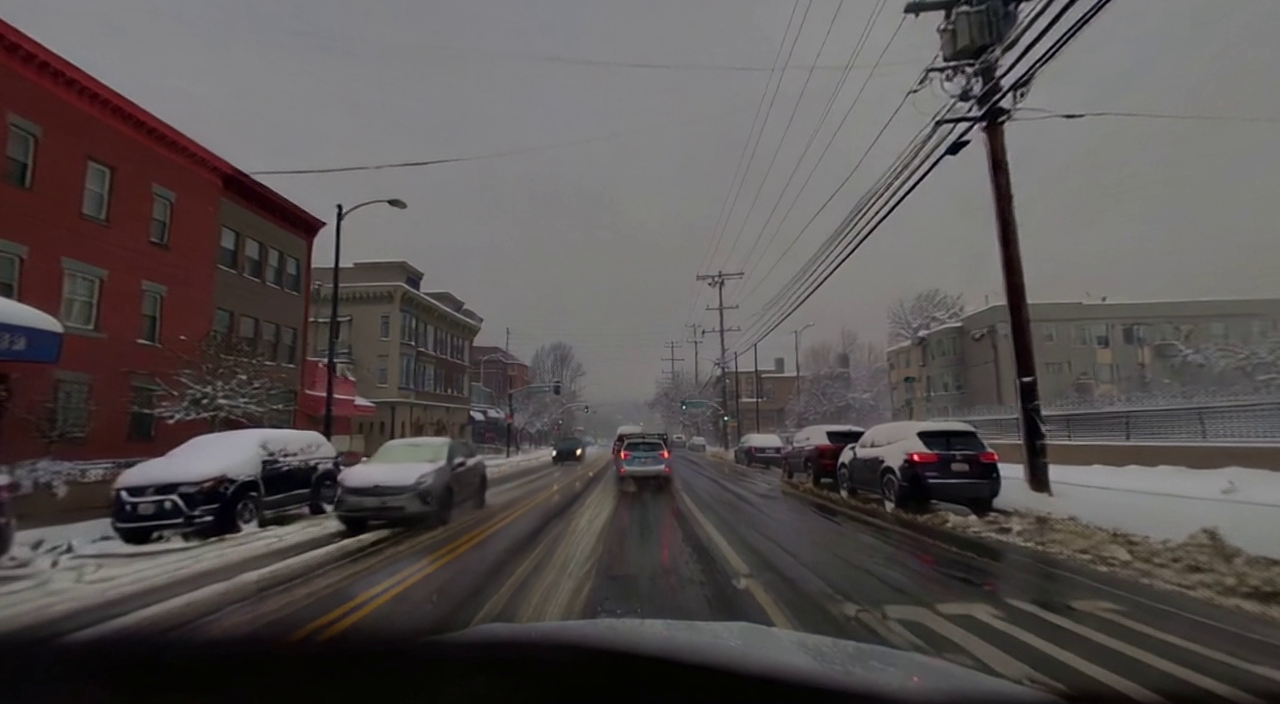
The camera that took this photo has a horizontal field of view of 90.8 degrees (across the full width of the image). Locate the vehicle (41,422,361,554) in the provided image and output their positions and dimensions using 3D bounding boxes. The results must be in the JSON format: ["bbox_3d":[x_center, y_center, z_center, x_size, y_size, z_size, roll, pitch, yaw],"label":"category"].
[{"bbox_3d":[-7.401,2.283,11.639,2.095,1.847,5.290,0,-8,0],"label":"vehicle"}]

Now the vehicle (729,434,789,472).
[{"bbox_3d":[6.384,5.512,34.667,2.197,1.917,5.637,0,-8,0],"label":"vehicle"}]

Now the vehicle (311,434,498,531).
[{"bbox_3d":[-4.234,2.396,12.267,1.944,1.515,4.428,0,-8,0],"label":"vehicle"}]

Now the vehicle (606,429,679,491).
[{"bbox_3d":[0.082,3.190,18.927,1.980,1.635,3.795,0,-8,0],"label":"vehicle"}]

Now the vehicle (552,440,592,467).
[{"bbox_3d":[-4.103,6.197,38.715,1.968,1.524,4.304,0,-8,0],"label":"vehicle"}]

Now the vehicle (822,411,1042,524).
[{"bbox_3d":[6.246,2.562,14.664,2.203,2.052,5.975,0,-8,0],"label":"vehicle"}]
